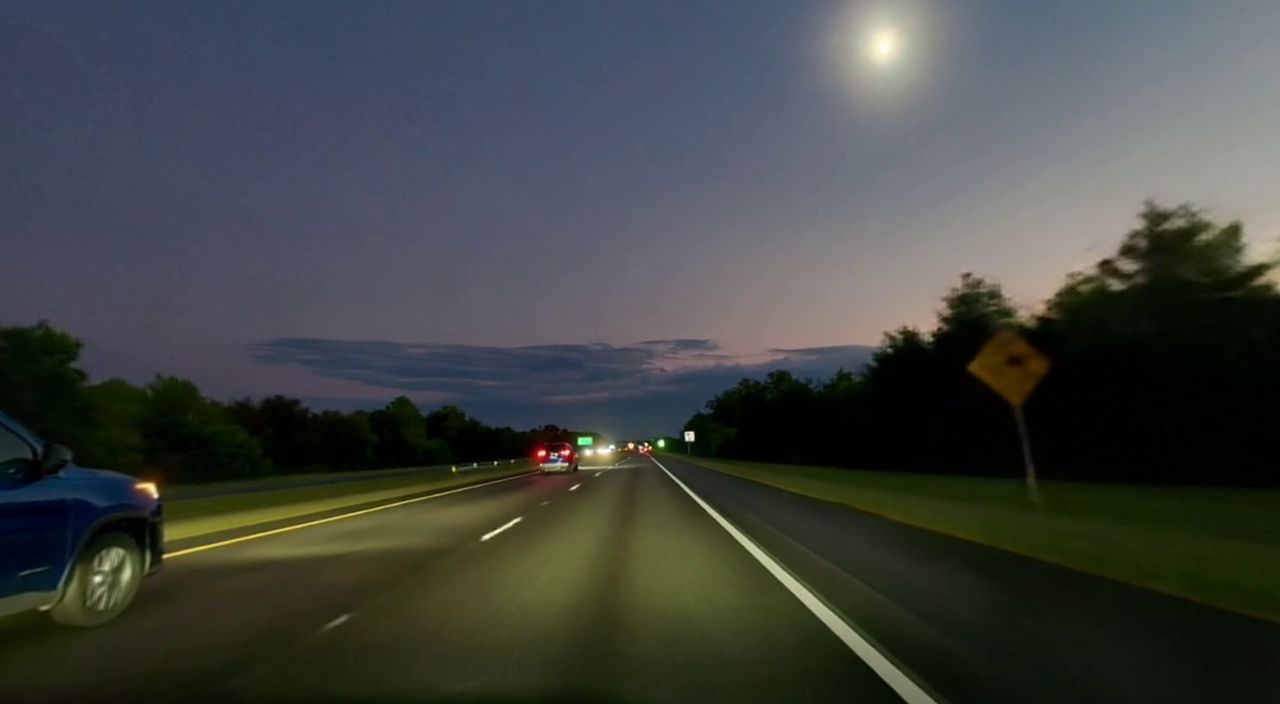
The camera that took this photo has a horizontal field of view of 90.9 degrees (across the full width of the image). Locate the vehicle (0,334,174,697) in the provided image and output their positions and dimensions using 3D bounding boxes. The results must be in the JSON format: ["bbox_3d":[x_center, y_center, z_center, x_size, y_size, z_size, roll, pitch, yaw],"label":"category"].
[{"bbox_3d":[-4.515,0.706,2.223,2.102,1.941,4.703,0,-9,0],"label":"vehicle"}]

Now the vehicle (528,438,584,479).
[{"bbox_3d":[-3.976,5.135,30.541,2.056,1.811,4.202,-1,-9,1],"label":"vehicle"}]
